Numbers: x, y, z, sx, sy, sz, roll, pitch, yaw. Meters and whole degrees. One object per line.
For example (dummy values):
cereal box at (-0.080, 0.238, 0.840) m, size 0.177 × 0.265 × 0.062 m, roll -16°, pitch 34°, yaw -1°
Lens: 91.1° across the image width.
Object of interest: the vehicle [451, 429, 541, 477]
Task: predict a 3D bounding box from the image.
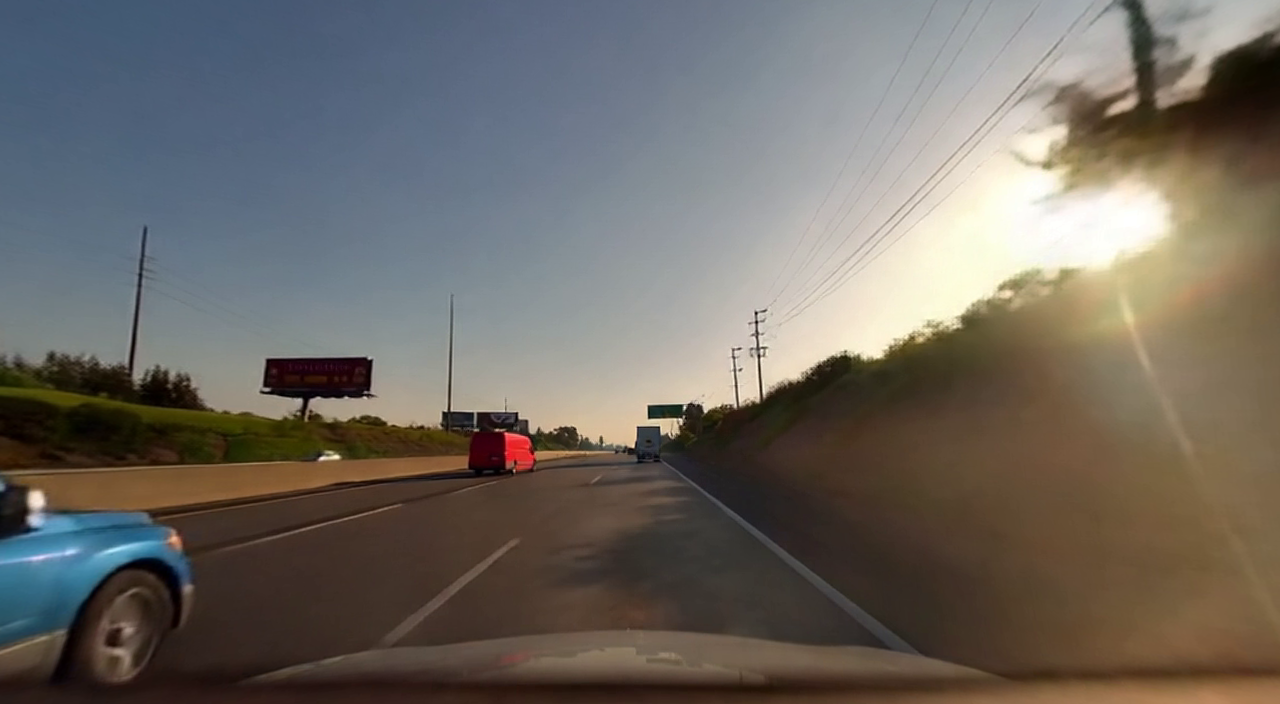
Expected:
vehicle at (-6.862, 4.935, 30.964) m, size 2.695 × 2.084 × 6.836 m, roll 0°, pitch -8°, yaw 1°

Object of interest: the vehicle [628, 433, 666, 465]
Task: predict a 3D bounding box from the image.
vehicle at (0.525, 7.331, 47.726) m, size 2.692 × 2.279 × 5.695 m, roll 0°, pitch -8°, yaw 0°

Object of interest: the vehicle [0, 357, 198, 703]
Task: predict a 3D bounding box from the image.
vehicle at (-3.894, 0.721, 1.532) m, size 2.145 × 1.730 × 4.729 m, roll 0°, pitch -8°, yaw 0°
